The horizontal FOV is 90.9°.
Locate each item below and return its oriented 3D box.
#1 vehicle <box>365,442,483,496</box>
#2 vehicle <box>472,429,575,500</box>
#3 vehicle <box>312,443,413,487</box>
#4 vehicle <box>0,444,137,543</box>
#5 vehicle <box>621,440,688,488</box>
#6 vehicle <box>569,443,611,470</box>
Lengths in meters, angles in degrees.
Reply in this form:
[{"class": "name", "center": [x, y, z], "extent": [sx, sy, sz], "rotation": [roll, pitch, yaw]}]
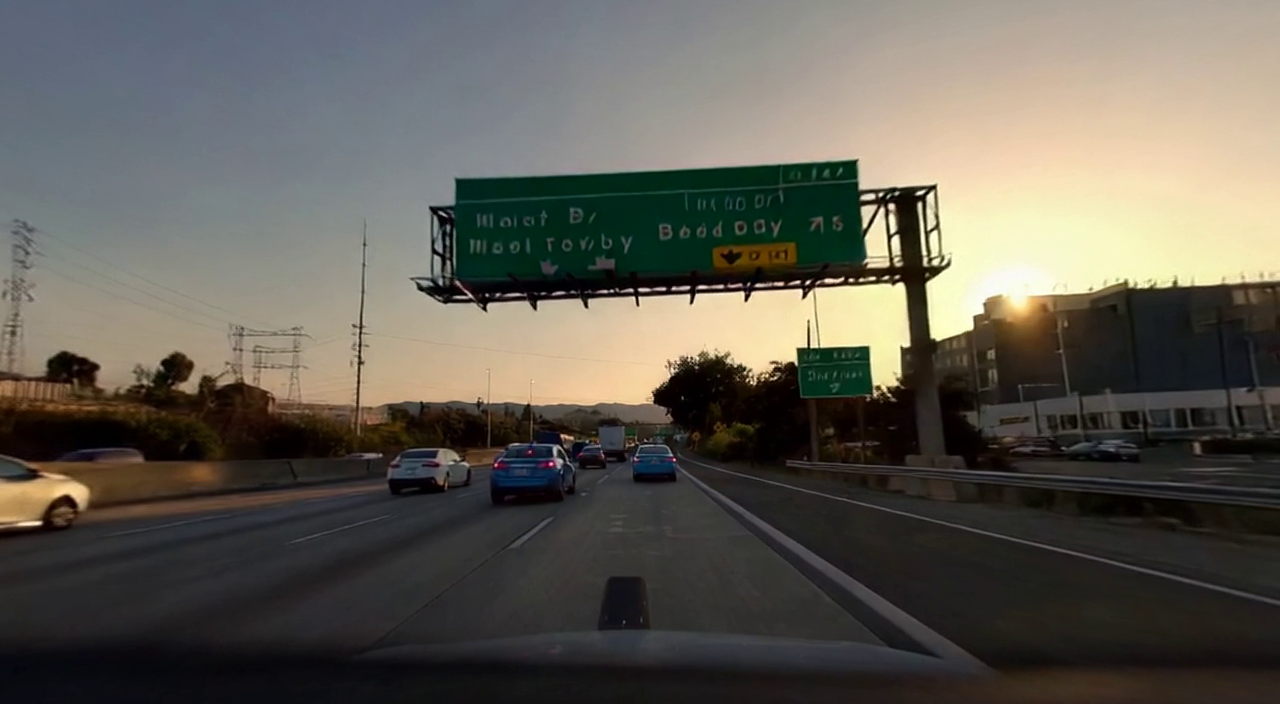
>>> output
[{"class": "vehicle", "center": [-6.369, 3.478, 19.191], "extent": [1.933, 1.439, 4.441], "rotation": [0, -8, 1]}, {"class": "vehicle", "center": [-3.114, 3.096, 17.832], "extent": [2.007, 1.730, 4.412], "rotation": [0, -8, 1]}, {"class": "vehicle", "center": [-10.210, 4.150, 23.581], "extent": [1.861, 1.495, 4.007], "rotation": [0, -8, 1]}, {"class": "vehicle", "center": [-10.088, 2.104, 9.485], "extent": [1.774, 1.408, 3.917], "rotation": [0, -8, 1]}, {"class": "vehicle", "center": [0.464, 3.798, 21.711], "extent": [2.090, 1.474, 3.970], "rotation": [0, -8, 1]}, {"class": "vehicle", "center": [-2.959, 6.285, 38.195], "extent": [2.048, 1.497, 4.466], "rotation": [0, -8, 2]}]
